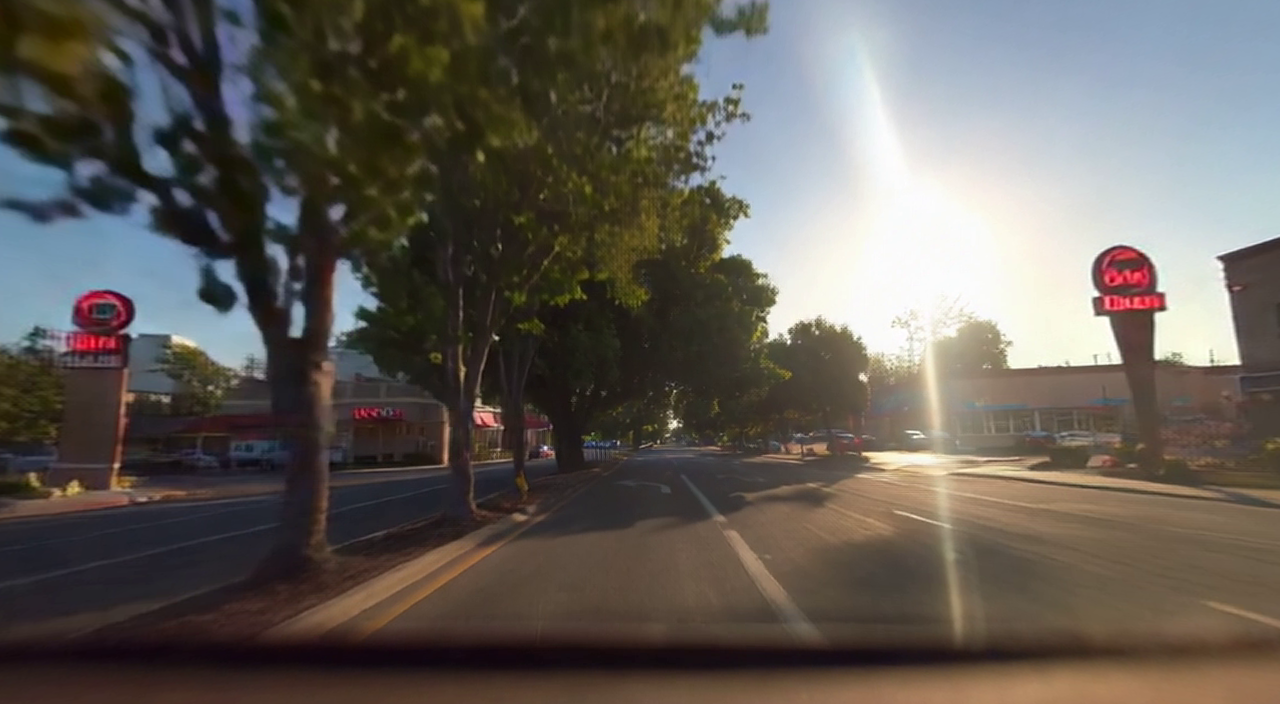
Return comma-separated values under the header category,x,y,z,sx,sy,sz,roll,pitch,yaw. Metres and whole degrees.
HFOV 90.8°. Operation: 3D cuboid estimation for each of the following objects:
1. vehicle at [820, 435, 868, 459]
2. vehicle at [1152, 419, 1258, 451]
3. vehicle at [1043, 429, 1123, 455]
category,x,y,z,sx,sy,sz,roll,pitch,yaw
vehicle,14.978,7.015,46.664,1.987,1.694,4.523,-1,-8,0
vehicle,35.861,5.288,40.331,2.028,1.886,5.190,0,-8,1
vehicle,27.628,5.625,39.596,1.836,1.497,4.419,-1,-8,1
